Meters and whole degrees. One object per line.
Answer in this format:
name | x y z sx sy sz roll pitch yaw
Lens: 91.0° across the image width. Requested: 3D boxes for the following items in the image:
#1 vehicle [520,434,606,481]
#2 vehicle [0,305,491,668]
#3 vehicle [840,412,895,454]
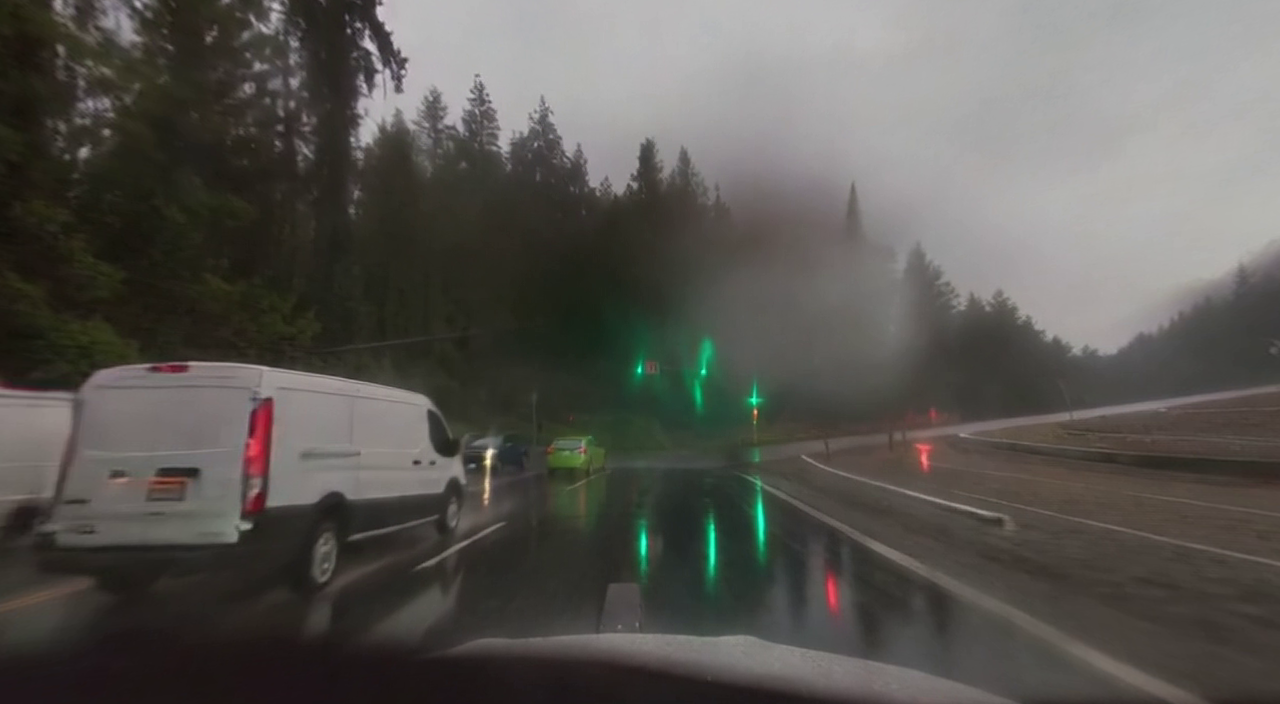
vehicle | -2.620 3.751 22.668 2.088 1.484 4.572 -1 -8 6
vehicle | -3.382 1.156 6.451 2.362 2.185 5.212 0 -8 1
vehicle | 10.896 3.904 30.071 2.434 1.886 1.216 6 -10 -35
